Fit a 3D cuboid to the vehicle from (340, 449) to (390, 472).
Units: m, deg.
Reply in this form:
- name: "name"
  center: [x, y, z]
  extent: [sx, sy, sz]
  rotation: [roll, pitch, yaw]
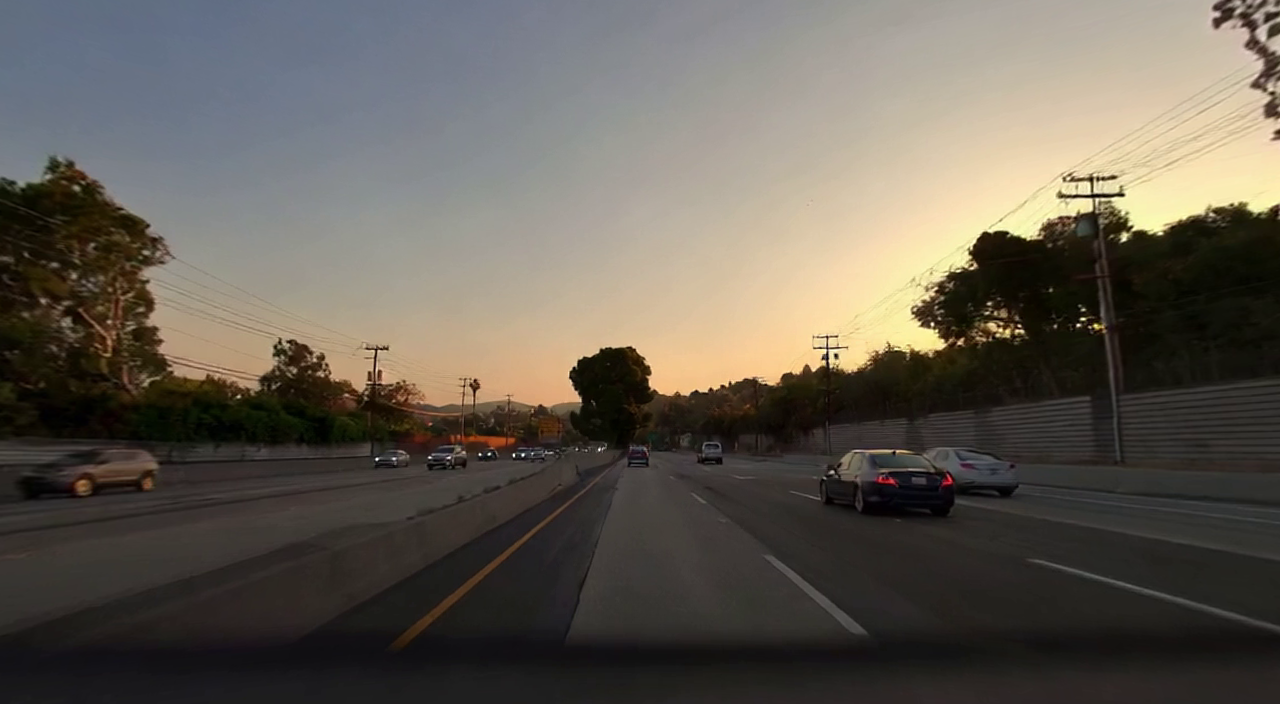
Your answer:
- name: "vehicle"
  center: [-21.214, 8.367, 48.944]
  extent: [1.916, 1.632, 4.245]
  rotation: [0, -9, 1]

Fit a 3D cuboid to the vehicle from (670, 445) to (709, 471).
- name: "vehicle"
  center: [2.947, 6.423, 38.449]
  extent: [1.981, 1.480, 4.316]
  rotation: [0, -8, -1]

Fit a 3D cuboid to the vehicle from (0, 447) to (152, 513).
- name: "vehicle"
  center: [-17.658, 3.712, 18.993]
  extent: [2.059, 1.699, 4.812]
  rotation: [0, -9, 1]

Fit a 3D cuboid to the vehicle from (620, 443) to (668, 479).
- name: "vehicle"
  center: [0.103, 4.842, 28.366]
  extent: [1.993, 1.506, 3.883]
  rotation: [0, -8, -2]

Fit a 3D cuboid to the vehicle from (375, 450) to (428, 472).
- name: "vehicle"
  center: [-17.205, 7.865, 45.824]
  extent: [2.010, 1.490, 4.503]
  rotation: [0, -9, 1]

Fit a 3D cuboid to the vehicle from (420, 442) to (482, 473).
- name: "vehicle"
  center: [-10.799, 6.055, 36.472]
  extent: [2.042, 1.697, 4.552]
  rotation: [0, -8, 1]

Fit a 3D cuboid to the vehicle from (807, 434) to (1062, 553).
- name: "vehicle"
  center: [4.442, 2.187, 10.569]
  extent: [2.069, 1.520, 4.614]
  rotation: [0, -8, 0]
